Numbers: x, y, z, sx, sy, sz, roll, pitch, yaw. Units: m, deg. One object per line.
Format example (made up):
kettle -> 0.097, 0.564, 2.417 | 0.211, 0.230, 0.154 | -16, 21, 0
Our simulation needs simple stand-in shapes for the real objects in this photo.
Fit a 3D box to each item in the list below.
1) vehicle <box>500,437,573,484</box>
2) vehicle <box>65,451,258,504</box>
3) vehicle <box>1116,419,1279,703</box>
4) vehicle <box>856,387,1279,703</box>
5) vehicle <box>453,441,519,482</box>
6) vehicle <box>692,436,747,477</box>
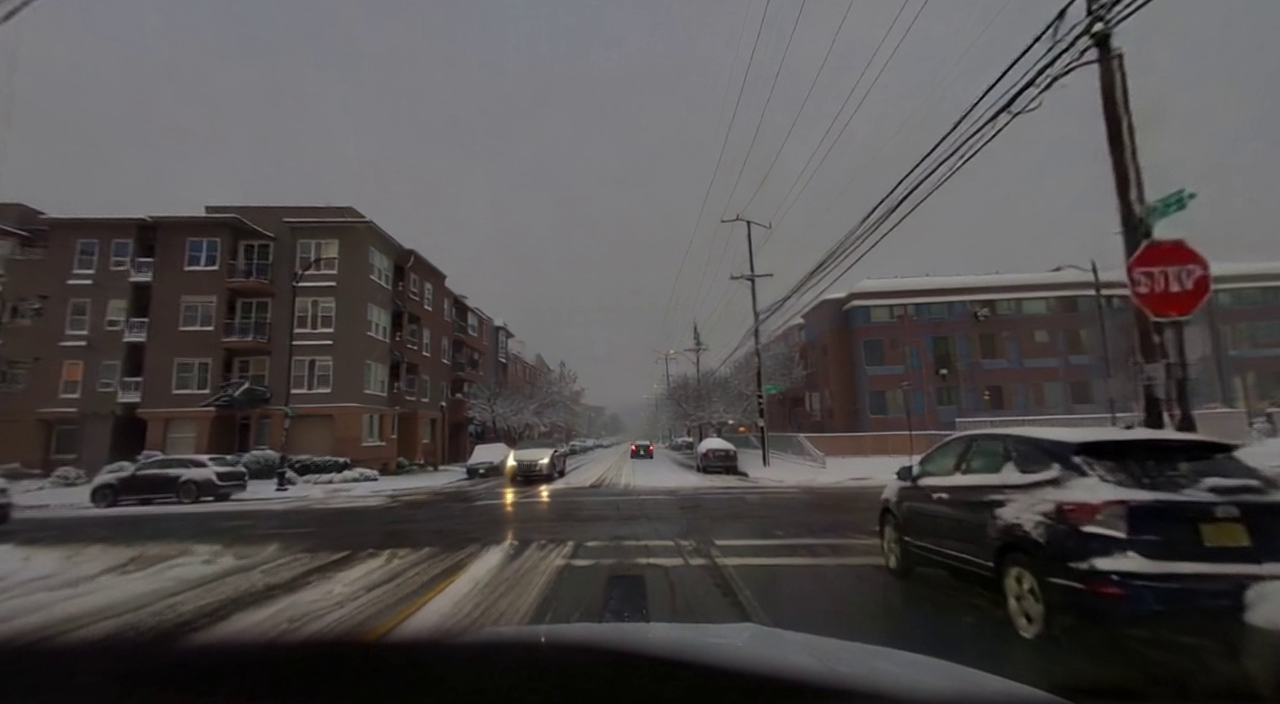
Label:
vehicle -> -4.295, 4.574, 26.893 | 2.201, 1.801, 4.750 | 0, -9, 1
vehicle -> -17.254, 4.522, 22.940 | 5.354, 1.773, 1.991 | 0, -9, 0
vehicle -> 3.373, 0.769, 0.797 | 1.888, 1.495, 4.567 | 0, -9, -1
vehicle -> 3.555, 1.345, 5.328 | 1.994, 1.697, 4.274 | 0, -9, 1
vehicle -> -7.620, 5.450, 31.630 | 2.140, 1.874, 4.475 | 0, -9, 0
vehicle -> 3.811, 5.138, 31.148 | 2.164, 1.721, 4.416 | -4, -9, 1
